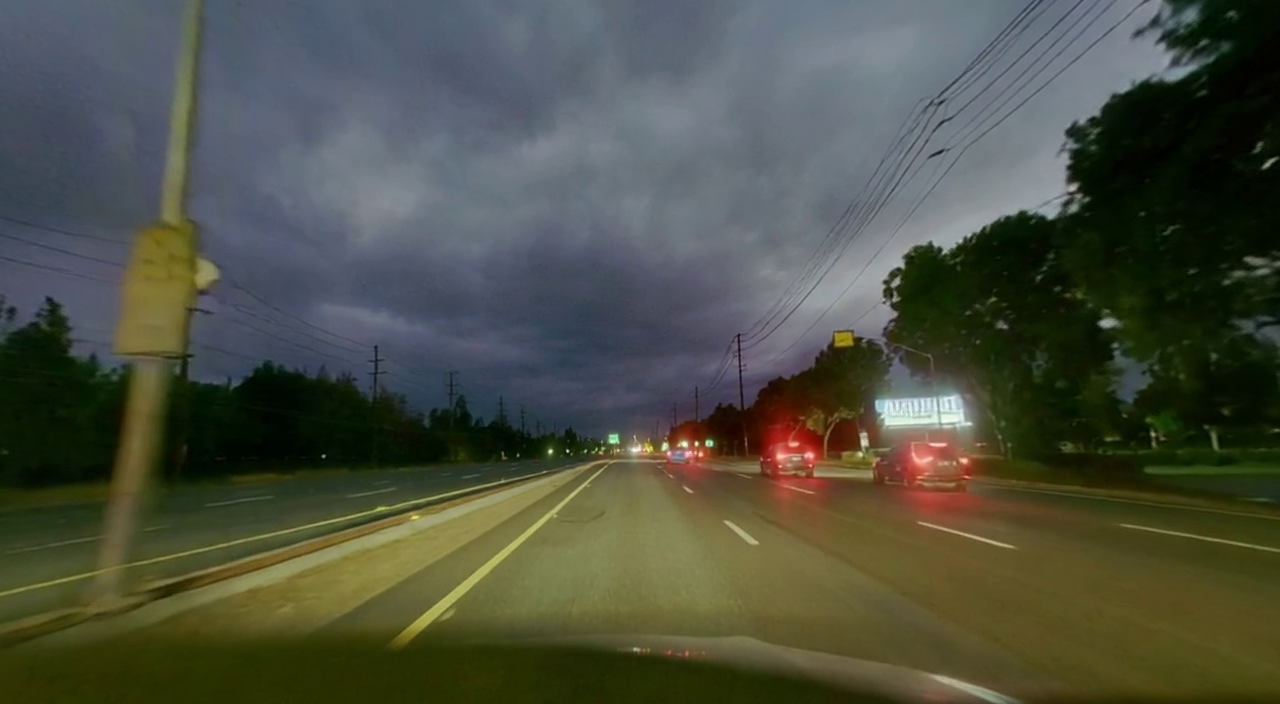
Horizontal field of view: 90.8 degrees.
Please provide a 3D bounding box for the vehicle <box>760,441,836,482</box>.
[{"bbox_3d":[6.257,4.374,25.520,1.882,1.476,4.344,0,-8,-1],"label":"vehicle"}]

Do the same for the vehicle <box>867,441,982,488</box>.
[{"bbox_3d":[9.880,3.912,22.382,1.874,1.482,4.545,0,-8,-1],"label":"vehicle"}]
